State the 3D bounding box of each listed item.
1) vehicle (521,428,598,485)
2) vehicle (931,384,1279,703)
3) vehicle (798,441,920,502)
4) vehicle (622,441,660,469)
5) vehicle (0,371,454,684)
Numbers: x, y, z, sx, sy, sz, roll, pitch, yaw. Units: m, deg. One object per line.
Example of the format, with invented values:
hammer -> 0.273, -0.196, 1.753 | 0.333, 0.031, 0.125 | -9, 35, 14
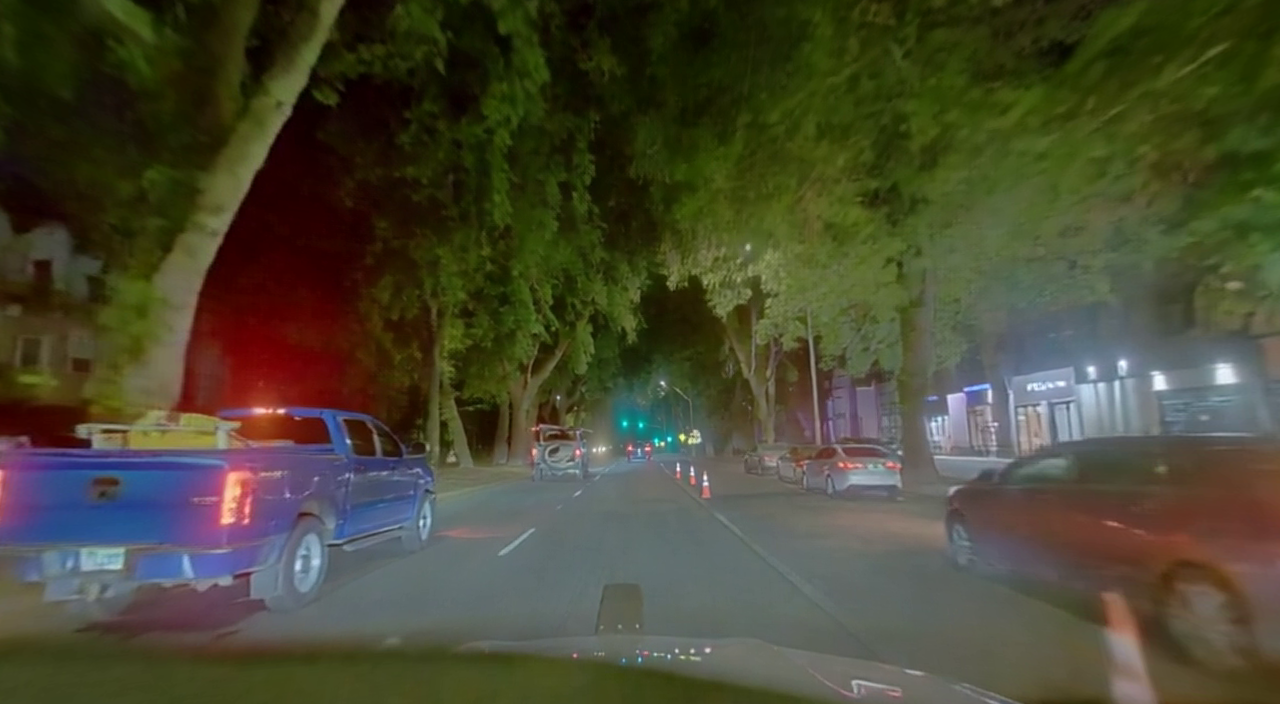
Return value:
vehicle -> -3.186, 4.306, 26.328 | 2.424, 2.063, 5.678 | 0, -9, 1
vehicle -> 4.230, 1.214, 4.752 | 2.082, 1.601, 4.451 | -1, -9, 2
vehicle -> 6.055, 3.338, 18.128 | 2.045, 1.505, 4.615 | -1, -9, 3
vehicle -> -0.018, 6.977, 42.829 | 2.413, 1.748, 4.406 | 0, -9, -2
vehicle -> -3.585, 1.326, 5.889 | 2.327, 1.775, 4.430 | 0, -9, 0
